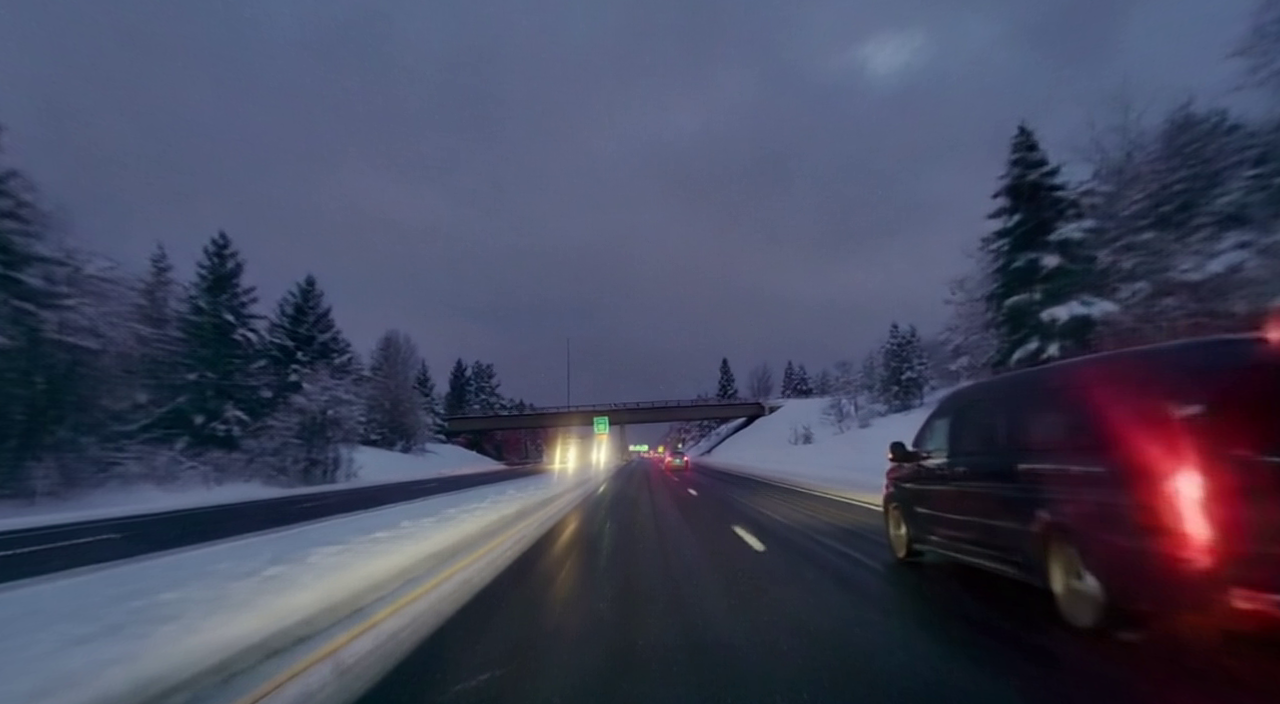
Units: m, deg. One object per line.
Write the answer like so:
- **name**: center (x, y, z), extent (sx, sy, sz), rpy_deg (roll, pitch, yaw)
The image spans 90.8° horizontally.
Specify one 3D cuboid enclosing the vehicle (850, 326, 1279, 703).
- **vehicle**: center (3.921, 1.268, 5.726), extent (2.152, 1.998, 5.380), rpy_deg (0, -9, 0)
